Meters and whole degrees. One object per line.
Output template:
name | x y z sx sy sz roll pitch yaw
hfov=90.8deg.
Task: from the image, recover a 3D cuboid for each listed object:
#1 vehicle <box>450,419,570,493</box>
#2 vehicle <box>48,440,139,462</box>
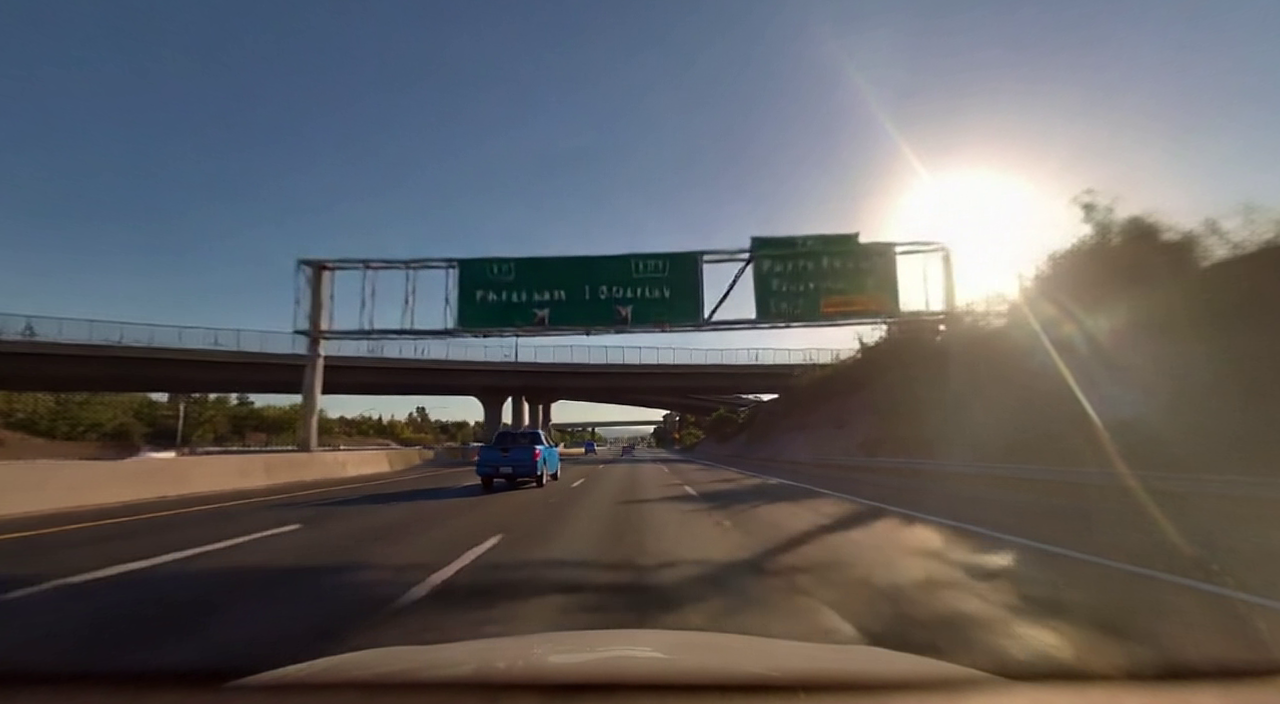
vehicle | -3.937 3.307 20.506 2.529 2.003 5.904 0 -8 1
vehicle | -29.162 5.286 33.859 1.715 1.071 3.638 1 -7 -2
